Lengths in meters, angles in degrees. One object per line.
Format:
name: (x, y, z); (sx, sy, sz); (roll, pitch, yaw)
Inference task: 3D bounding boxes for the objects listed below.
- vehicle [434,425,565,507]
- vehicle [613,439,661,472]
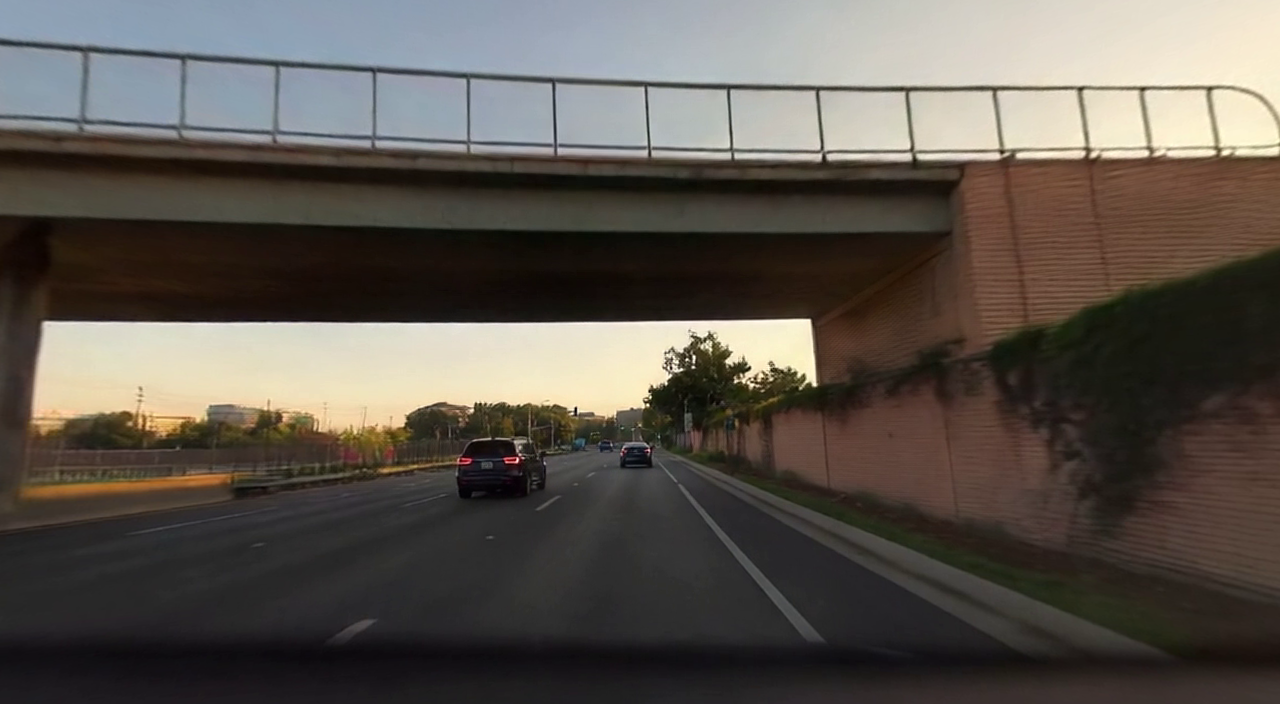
vehicle: (-3.368, 2.860, 16.260); (2.223, 1.771, 4.581); (0, -9, 1)
vehicle: (-0.183, 5.091, 31.254); (2.205, 1.509, 4.272); (0, -9, -1)
